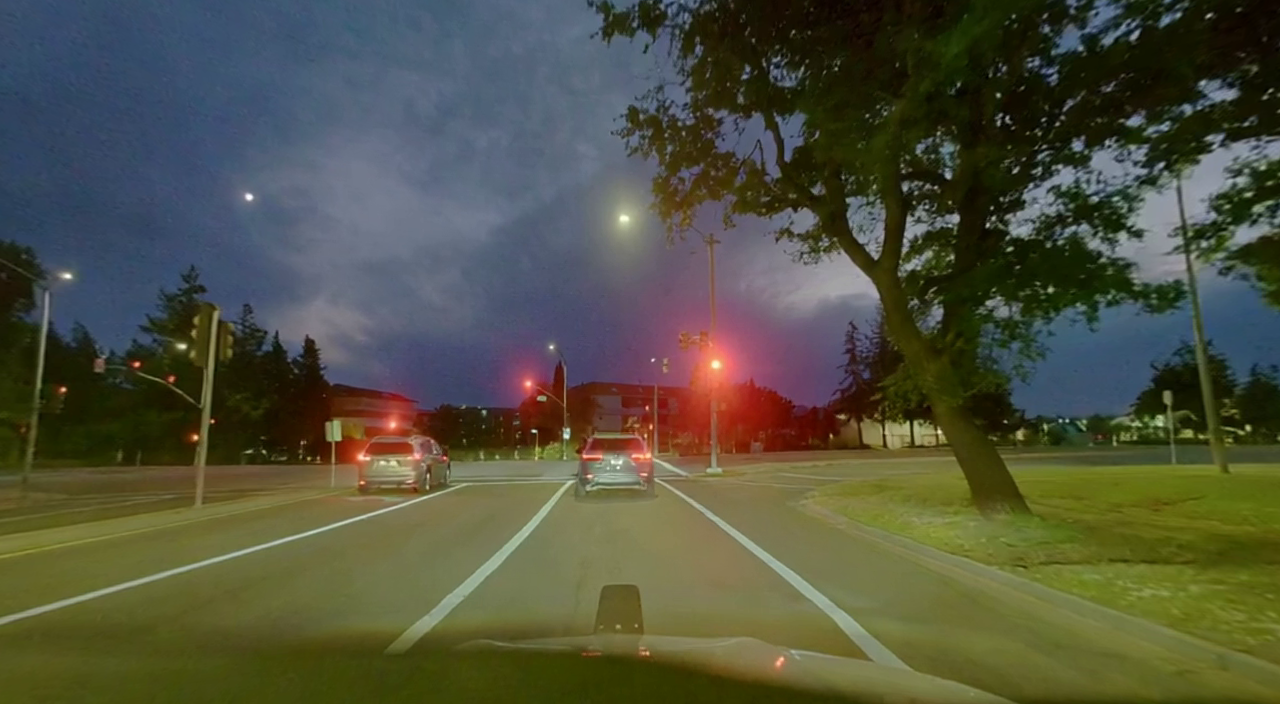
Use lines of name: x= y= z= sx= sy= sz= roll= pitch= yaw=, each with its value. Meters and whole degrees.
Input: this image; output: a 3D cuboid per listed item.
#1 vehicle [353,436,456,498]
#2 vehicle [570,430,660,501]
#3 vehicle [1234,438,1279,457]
vehicle: x=-7.112 y=3.491 z=19.512 sx=2.020 sy=1.695 sz=4.187 roll=1 pitch=-9 yaw=-7
vehicle: x=-0.803 y=3.023 z=17.190 sx=2.154 sy=1.670 sz=4.140 roll=1 pitch=-9 yaw=-6
vehicle: x=49.492 y=7.507 z=49.370 sx=3.654 sy=1.439 sz=1.900 roll=-1 pitch=-9 yaw=5
